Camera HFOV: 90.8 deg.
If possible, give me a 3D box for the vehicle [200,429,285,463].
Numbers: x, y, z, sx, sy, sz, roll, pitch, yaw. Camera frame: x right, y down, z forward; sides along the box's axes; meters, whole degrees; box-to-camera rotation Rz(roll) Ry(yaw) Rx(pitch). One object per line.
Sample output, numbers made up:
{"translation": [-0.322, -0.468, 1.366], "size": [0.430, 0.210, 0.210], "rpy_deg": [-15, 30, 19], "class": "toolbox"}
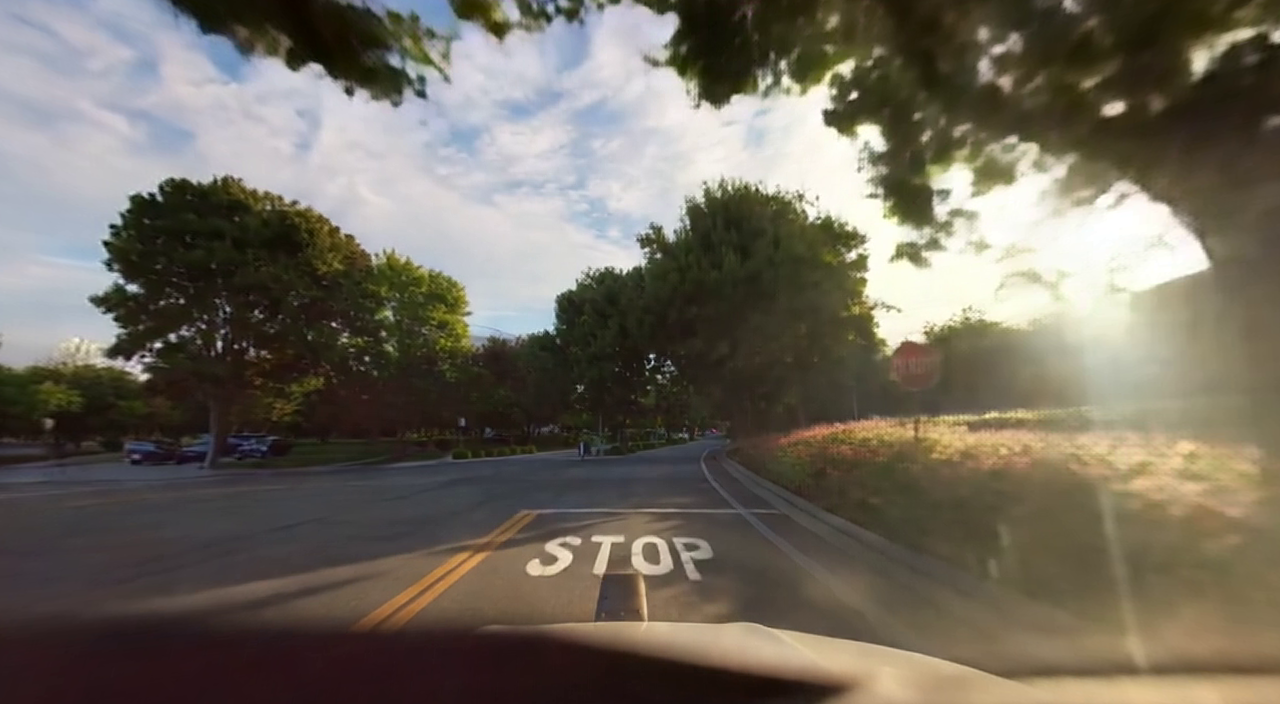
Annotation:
{"translation": [-27.576, 6.542, 43.903], "size": [4.733, 1.892, 1.939], "rpy_deg": [-4, -4, 3], "class": "vehicle"}
